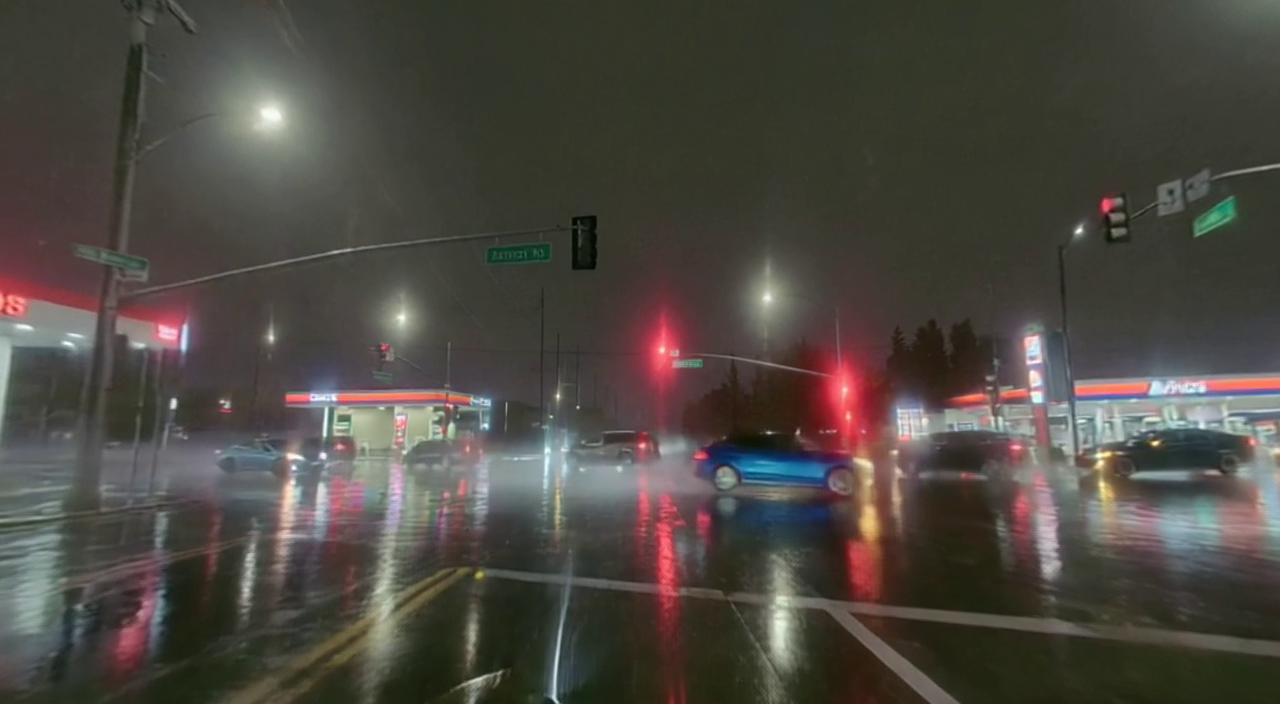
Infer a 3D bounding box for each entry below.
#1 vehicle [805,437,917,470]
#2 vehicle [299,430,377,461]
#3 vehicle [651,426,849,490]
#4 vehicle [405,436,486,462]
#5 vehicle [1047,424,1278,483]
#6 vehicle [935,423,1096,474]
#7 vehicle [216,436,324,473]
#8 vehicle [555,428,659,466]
[{"bbox_3d":[10.757,4.973,31.007,4.792,1.467,1.831,-8,-12,42],"label":"vehicle"},{"bbox_3d":[-18.071,5.628,37.744,4.311,1.742,1.864,-5,-10,26],"label":"vehicle"},{"bbox_3d":[2.863,2.802,16.804,4.806,1.482,1.862,-5,-10,28],"label":"vehicle"},{"bbox_3d":[-11.889,5.945,38.602,4.801,1.466,1.830,-5,-10,27],"label":"vehicle"},{"bbox_3d":[14.721,2.917,18.245,4.681,1.495,2.096,-5,-10,26],"label":"vehicle"},{"bbox_3d":[12.984,3.402,22.257,4.568,1.643,1.911,-4,-9,24],"label":"vehicle"},{"bbox_3d":[-16.145,4.449,27.502,4.670,1.458,1.959,-6,-10,30],"label":"vehicle"},{"bbox_3d":[-1.574,4.458,29.620,4.562,1.676,1.819,-5,-10,26],"label":"vehicle"}]
